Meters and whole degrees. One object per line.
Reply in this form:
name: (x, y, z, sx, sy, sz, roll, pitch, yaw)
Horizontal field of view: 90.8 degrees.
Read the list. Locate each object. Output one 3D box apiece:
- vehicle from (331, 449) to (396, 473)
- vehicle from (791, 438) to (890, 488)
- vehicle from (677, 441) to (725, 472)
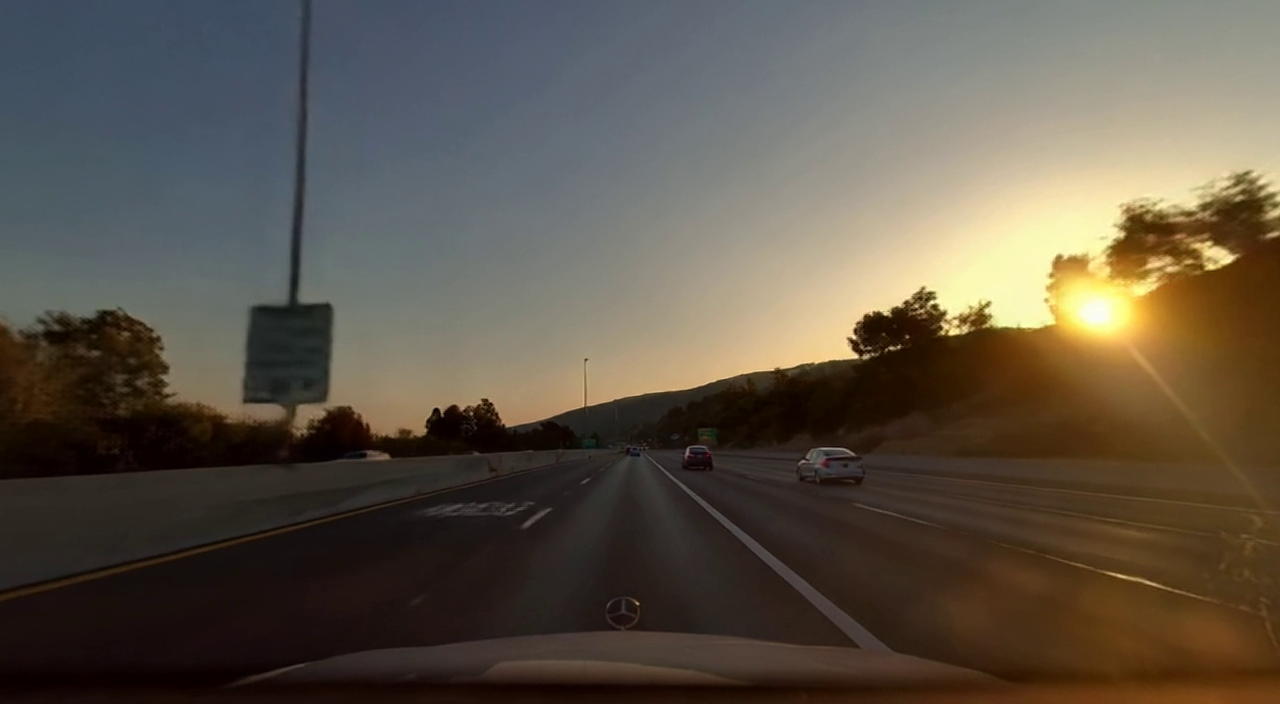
vehicle: (-18.212, 7.168, 41.854, 2.106, 1.363, 5.076, 0, -8, -1)
vehicle: (6.728, 3.753, 21.698, 2.038, 1.528, 3.910, 0, -9, -1)
vehicle: (3.254, 5.632, 34.386, 2.056, 1.553, 4.320, 0, -9, -1)
